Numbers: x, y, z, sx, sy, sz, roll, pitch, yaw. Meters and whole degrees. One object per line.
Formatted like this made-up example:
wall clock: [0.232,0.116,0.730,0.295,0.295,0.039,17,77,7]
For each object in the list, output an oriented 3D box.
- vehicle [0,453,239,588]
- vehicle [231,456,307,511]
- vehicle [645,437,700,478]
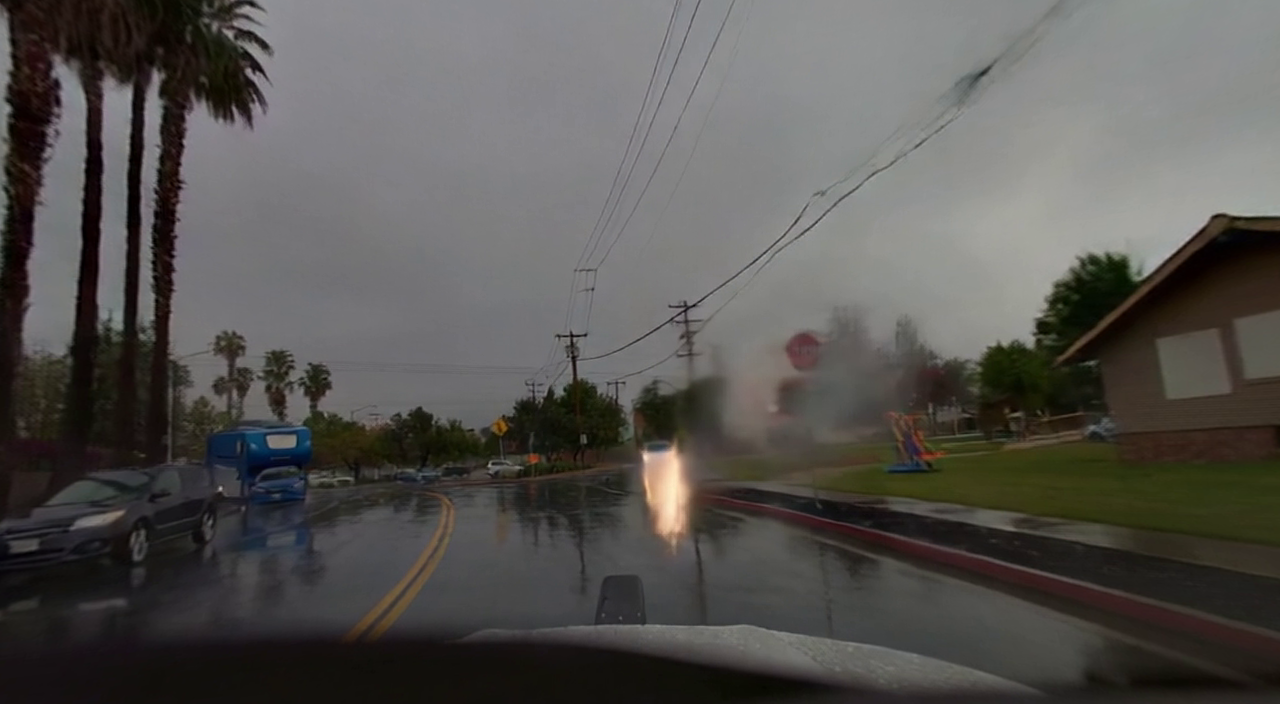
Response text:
vehicle: [-8.498,2.559,10.472,2.085,1.545,4.340,1,-7,-18]
vehicle: [-13.554,4.661,22.943,2.103,1.599,4.865,3,-9,-32]
vehicle: [1.644,5.668,34.471,2.508,1.887,5.930,-1,-7,-1]
